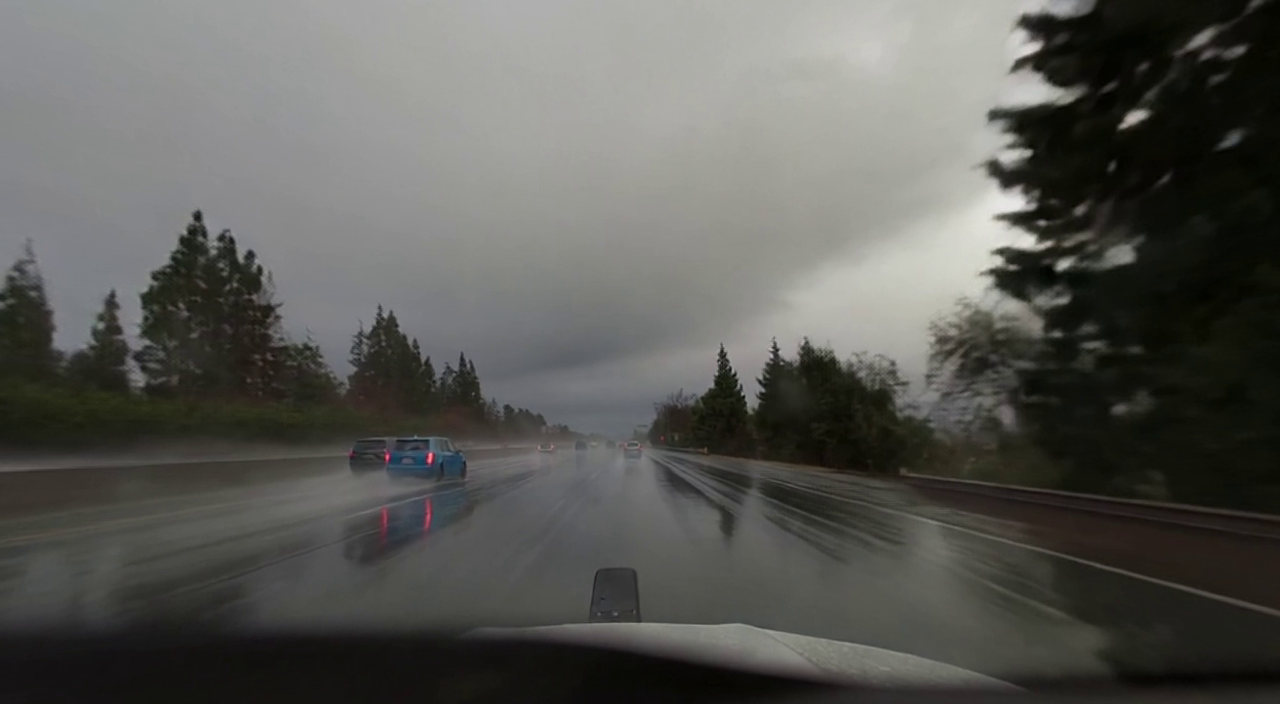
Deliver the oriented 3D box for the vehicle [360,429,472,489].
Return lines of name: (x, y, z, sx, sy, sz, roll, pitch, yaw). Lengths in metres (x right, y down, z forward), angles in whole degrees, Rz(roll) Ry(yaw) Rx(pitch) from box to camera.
vehicle: (-7.369, 3.578, 21.356, 2.146, 1.766, 4.502, 0, -9, 0)
